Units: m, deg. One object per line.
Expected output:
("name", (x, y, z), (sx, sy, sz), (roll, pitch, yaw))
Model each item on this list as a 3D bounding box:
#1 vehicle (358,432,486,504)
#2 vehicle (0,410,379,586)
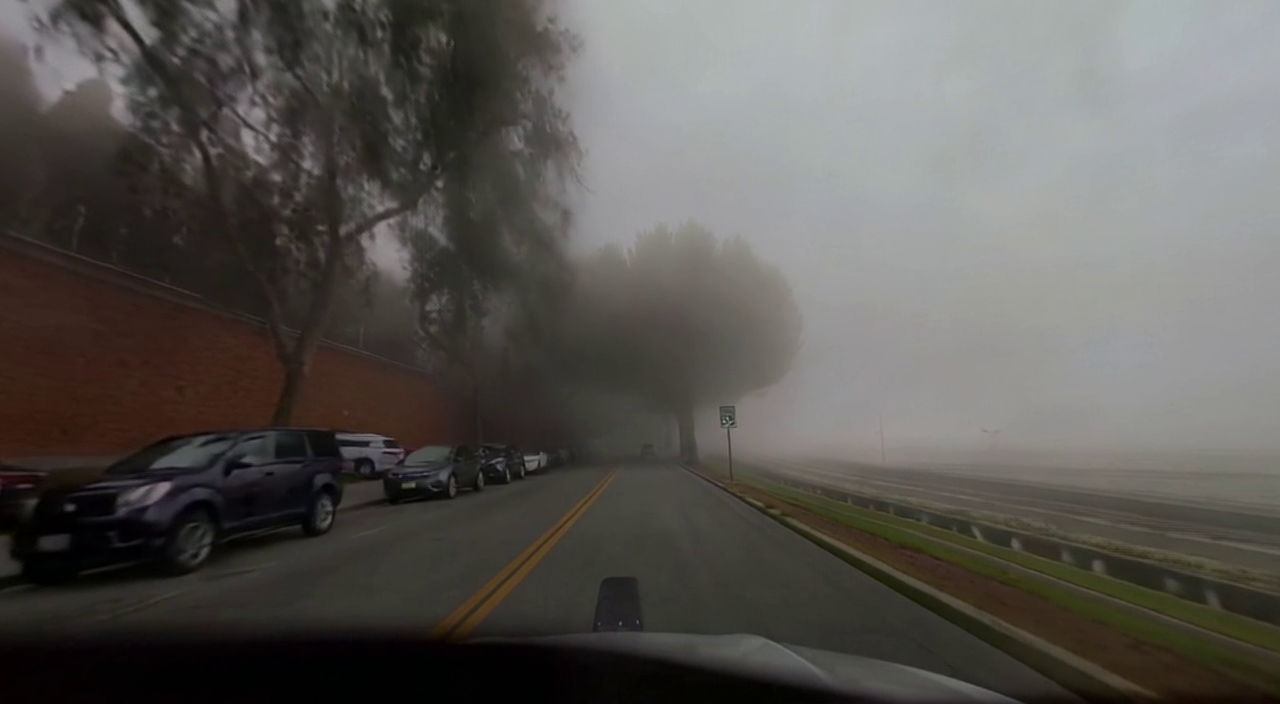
("vehicle", (-6.290, 3.362, 18.959), (2.009, 1.820, 4.821), (1, -8, 1))
("vehicle", (-6.177, 1.914, 9.527), (2.109, 1.847, 5.553), (0, -8, 0))
